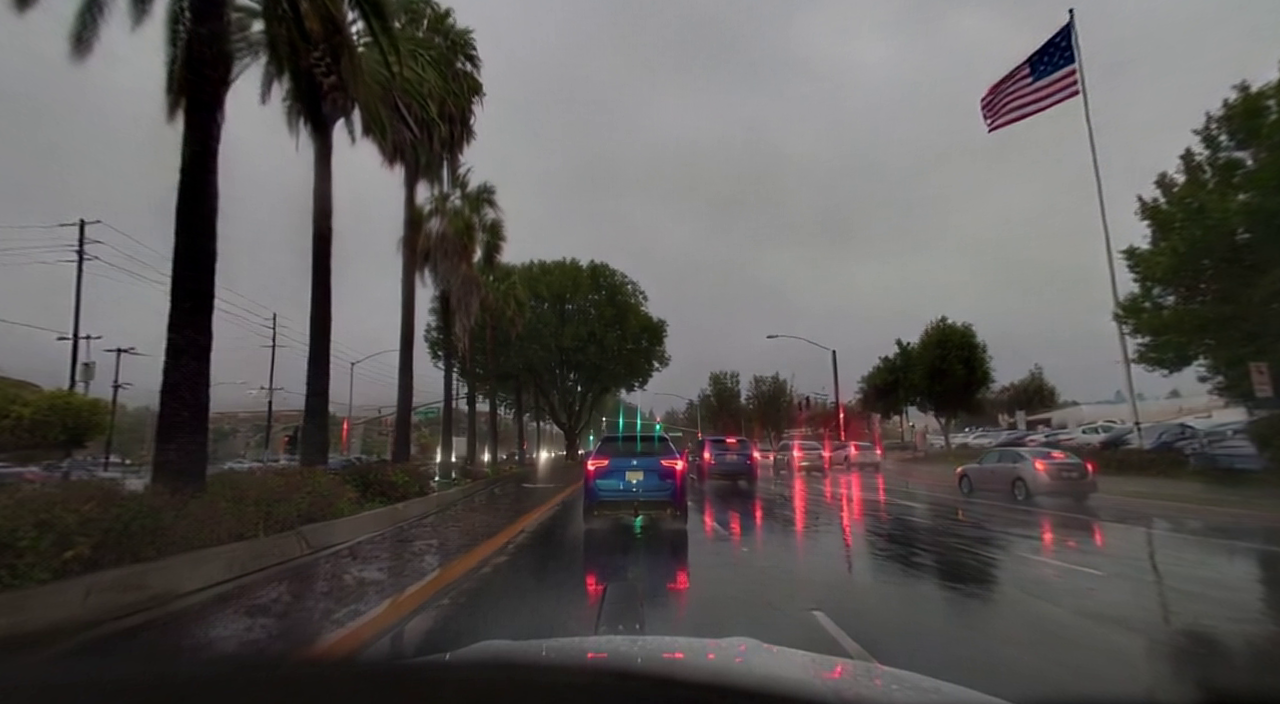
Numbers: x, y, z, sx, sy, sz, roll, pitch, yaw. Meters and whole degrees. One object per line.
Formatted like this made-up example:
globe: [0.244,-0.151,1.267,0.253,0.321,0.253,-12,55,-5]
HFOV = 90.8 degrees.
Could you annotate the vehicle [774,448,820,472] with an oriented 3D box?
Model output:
vehicle: [10.167,6.988,41.137,1.855,1.495,4.143,0,-8,-1]

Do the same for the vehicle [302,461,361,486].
vehicle: [-21.737,8.581,44.678,1.873,1.484,4.571,-2,-8,0]

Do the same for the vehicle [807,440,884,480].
vehicle: [10.036,5.302,31.344,2.155,1.779,4.582,0,-8,-2]

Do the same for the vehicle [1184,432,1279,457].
vehicle: [36.388,5.730,38.958,1.839,1.455,4.395,0,-9,2]

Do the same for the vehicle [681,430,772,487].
vehicle: [3.332,4.320,25.956,2.773,2.021,6.212,0,-8,-1]

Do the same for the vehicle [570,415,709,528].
vehicle: [-0.047,2.403,13.261,2.402,1.938,4.535,0,-8,-1]

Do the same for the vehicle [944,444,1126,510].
vehicle: [9.939,3.142,16.415,1.967,1.485,4.267,0,-8,0]
